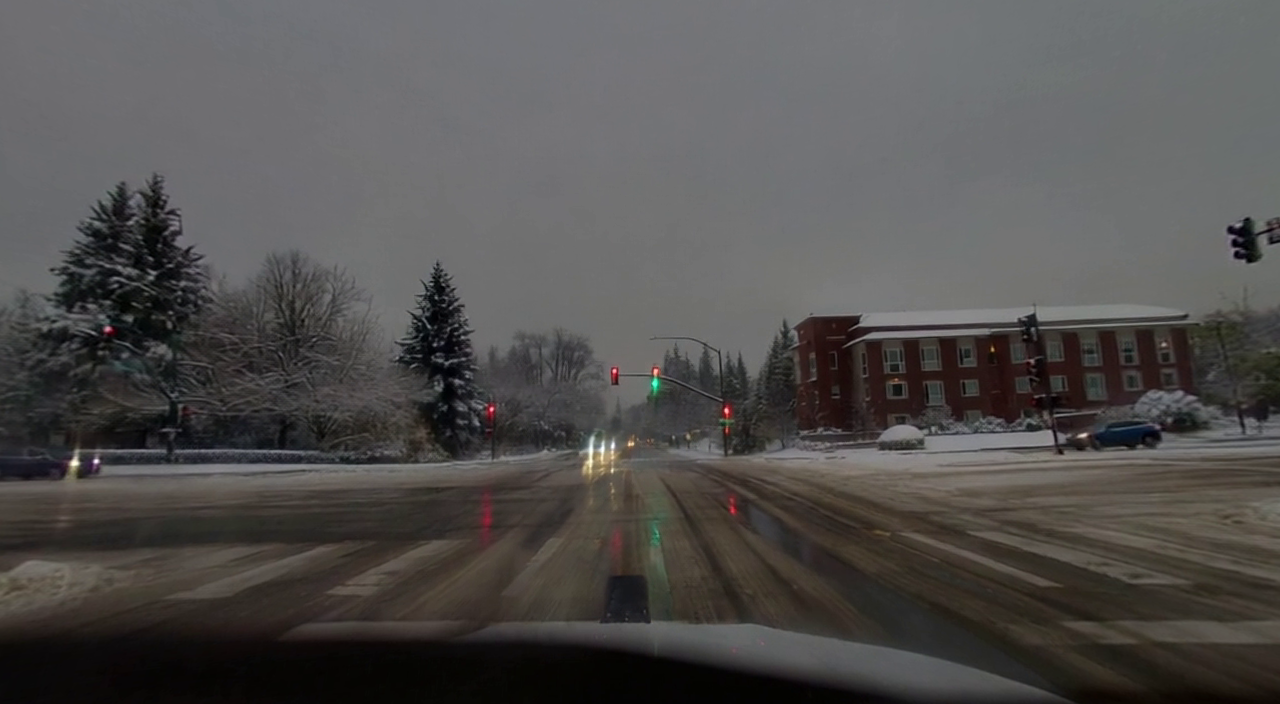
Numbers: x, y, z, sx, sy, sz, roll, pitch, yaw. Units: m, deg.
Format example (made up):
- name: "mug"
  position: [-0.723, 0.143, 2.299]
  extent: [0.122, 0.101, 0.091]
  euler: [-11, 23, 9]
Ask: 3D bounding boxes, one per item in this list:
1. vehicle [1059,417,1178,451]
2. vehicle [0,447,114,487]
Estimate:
- name: "vehicle"
  position: [24.727, 4.261, 32.706]
  extent: [4.483, 1.691, 1.949]
  euler: [0, -8, 2]
- name: "vehicle"
  position: [-25.202, 4.822, 26.607]
  extent: [4.332, 1.573, 1.900]
  euler: [0, -8, 3]
